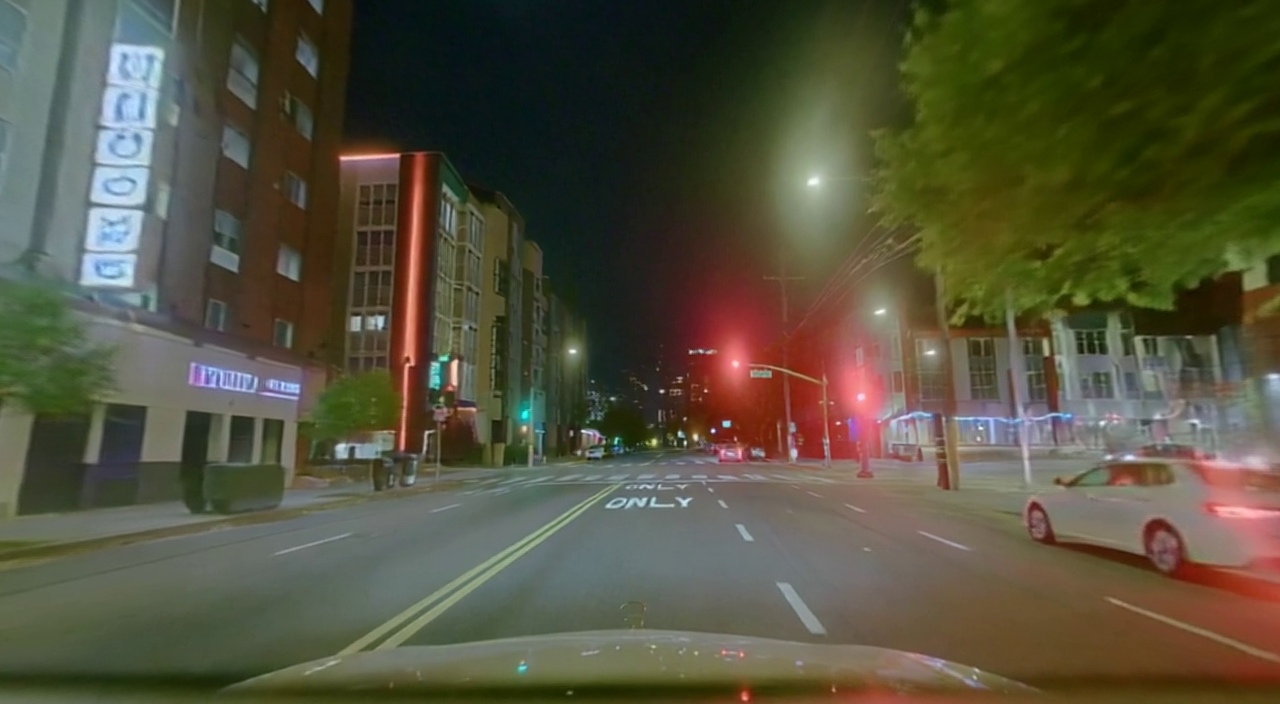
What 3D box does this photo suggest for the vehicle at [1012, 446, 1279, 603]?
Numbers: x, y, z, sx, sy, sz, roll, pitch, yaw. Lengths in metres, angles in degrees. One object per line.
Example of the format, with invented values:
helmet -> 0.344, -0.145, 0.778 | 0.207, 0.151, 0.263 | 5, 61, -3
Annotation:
vehicle -> 6.912, 1.971, 8.157 | 1.759, 1.488, 4.124 | 0, -8, 2

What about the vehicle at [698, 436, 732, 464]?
vehicle -> 5.277, 6.963, 44.915 | 1.971, 1.919, 4.748 | 0, -8, 2
